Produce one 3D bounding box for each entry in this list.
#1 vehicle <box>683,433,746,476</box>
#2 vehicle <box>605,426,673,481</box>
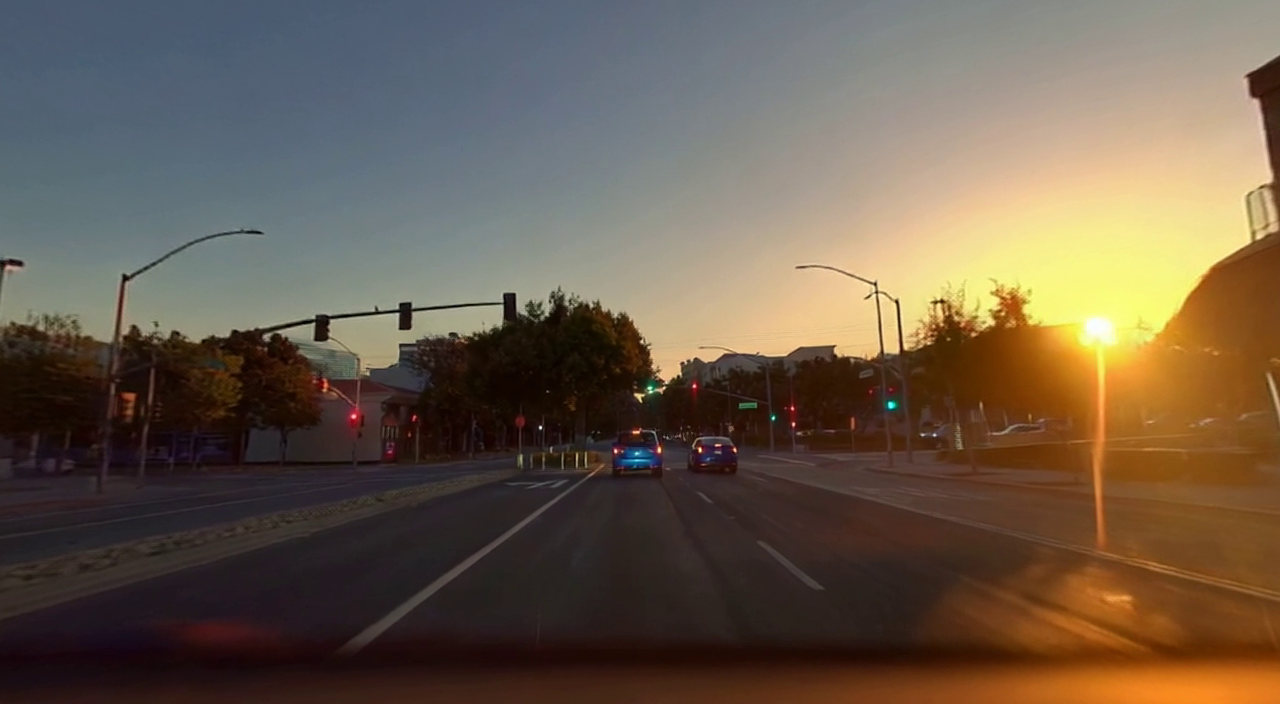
[{"bbox_3d":[3.203,4.519,28.129,2.107,1.736,4.228,0,-9,-2],"label":"vehicle"},{"bbox_3d":[-0.121,3.968,24.865,2.413,1.939,4.716,0,-8,-2],"label":"vehicle"}]
